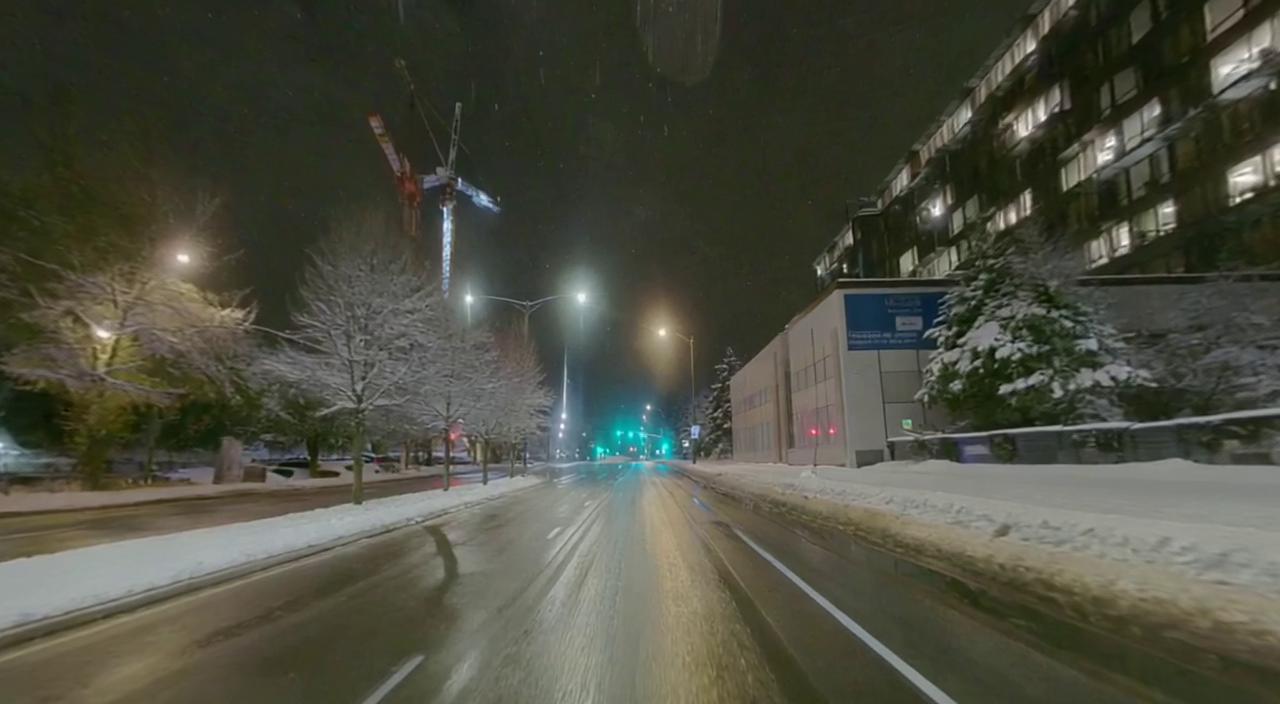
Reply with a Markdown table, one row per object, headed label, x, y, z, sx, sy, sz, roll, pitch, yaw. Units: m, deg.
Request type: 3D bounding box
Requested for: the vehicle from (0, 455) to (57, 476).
| label | x | y | z | sx | sy | sz | roll | pitch | yaw |
| --- | --- | --- | --- | --- | --- | --- | --- | --- | --- |
| vehicle | -43.454 | 7.948 | 44.087 | 3.564 | 1.431 | 1.678 | 0 | -9 | 1 |
